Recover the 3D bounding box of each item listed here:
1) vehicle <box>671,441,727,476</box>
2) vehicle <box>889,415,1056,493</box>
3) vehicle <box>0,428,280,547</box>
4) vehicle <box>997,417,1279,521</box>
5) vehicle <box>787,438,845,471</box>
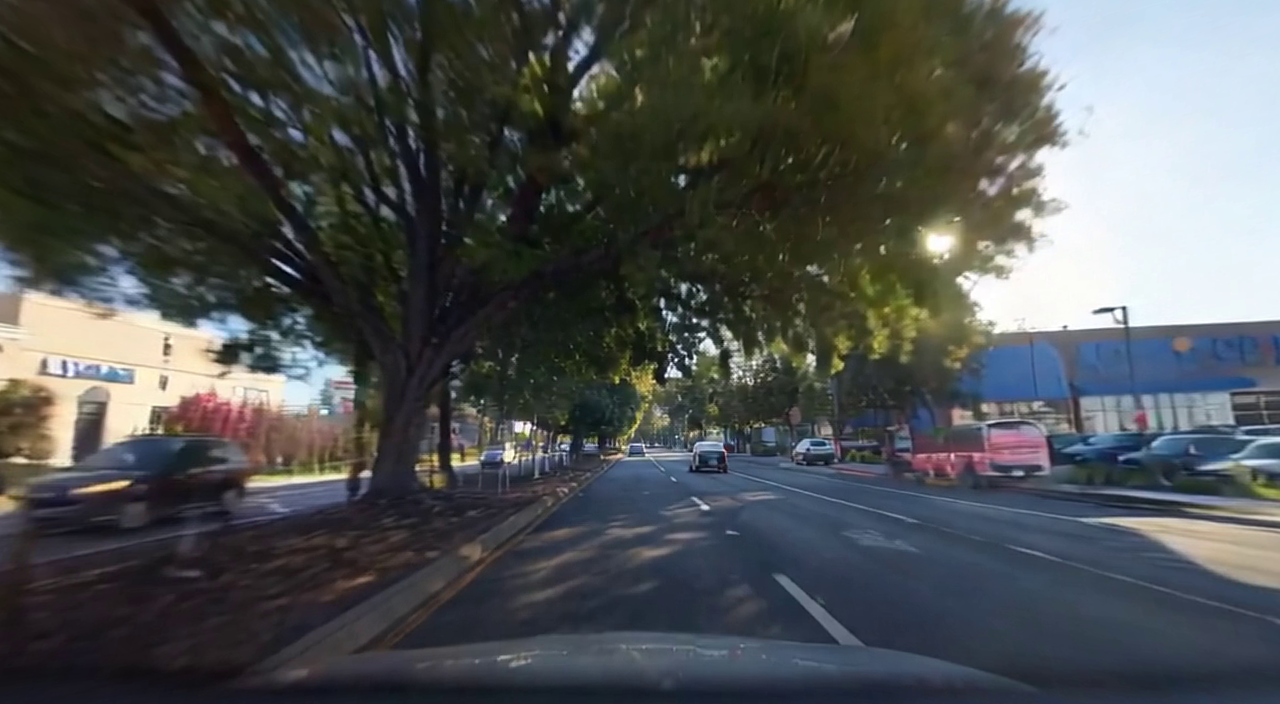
[{"bbox_3d":[2.653,4.928,29.442,2.099,1.463,4.365,0,-8,-1],"label":"vehicle"},{"bbox_3d":[10.266,3.228,20.261,2.154,2.099,5.756,0,-8,-1],"label":"vehicle"},{"bbox_3d":[-8.520,2.176,10.866,2.023,1.579,4.526,0,-8,-1],"label":"vehicle"},{"bbox_3d":[10.270,2.440,13.727,2.045,1.831,5.000,0,-8,0],"label":"vehicle"},{"bbox_3d":[10.233,6.000,37.189,1.987,1.746,4.569,0,-8,-2],"label":"vehicle"}]
